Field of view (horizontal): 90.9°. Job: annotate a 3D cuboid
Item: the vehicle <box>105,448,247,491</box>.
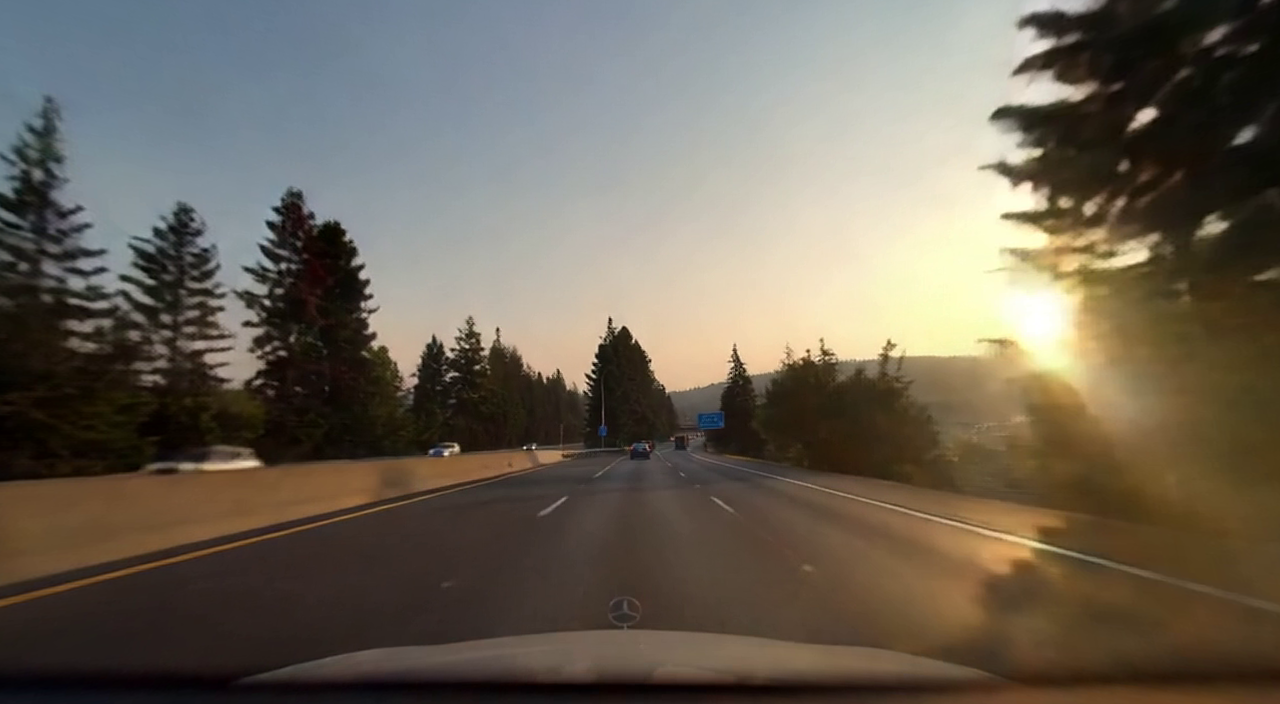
[{"bbox_3d":[-17.523,4.414,24.178,1.922,1.434,4.620,0,-8,0],"label":"vehicle"}]
